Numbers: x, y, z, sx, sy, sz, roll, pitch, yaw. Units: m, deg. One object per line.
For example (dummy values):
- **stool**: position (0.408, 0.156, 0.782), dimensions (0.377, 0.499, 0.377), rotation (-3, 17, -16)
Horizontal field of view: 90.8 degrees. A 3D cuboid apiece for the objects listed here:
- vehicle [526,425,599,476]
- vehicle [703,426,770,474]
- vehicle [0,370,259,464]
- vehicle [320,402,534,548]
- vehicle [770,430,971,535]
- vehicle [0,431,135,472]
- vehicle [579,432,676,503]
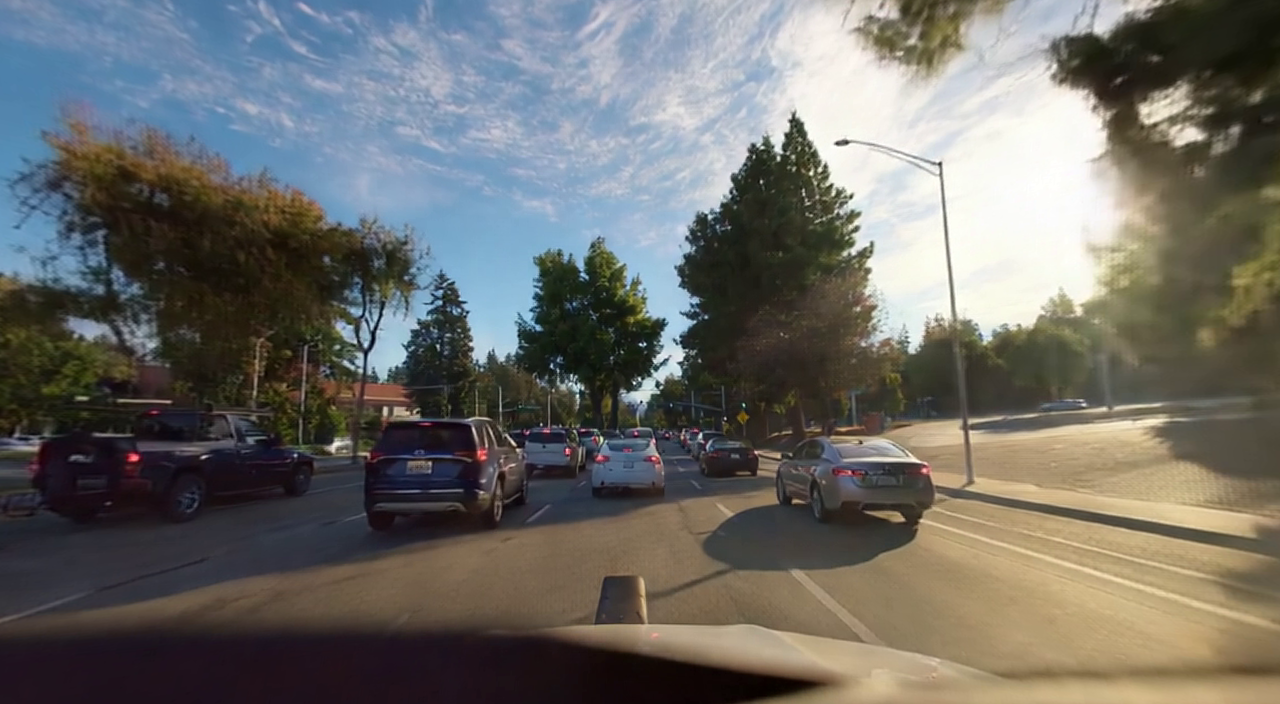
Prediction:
- **vehicle**: position (-2.961, 3.928, 25.331), dimensions (2.218, 1.829, 4.492), rotation (0, -8, 2)
- **vehicle**: position (3.946, 4.097, 26.638), dimensions (2.099, 1.845, 4.363), rotation (0, -8, 0)
- **vehicle**: position (-27.868, 3.930, 35.447), dimensions (3.181, 4.189, 14.107), rotation (-1, -8, 5)
- **vehicle**: position (-3.022, 1.878, 10.390), dimensions (2.111, 1.745, 5.274), rotation (1, -8, -5)
- **vehicle**: position (3.669, 2.137, 10.998), dimensions (1.884, 1.463, 4.195), rotation (0, -8, 0)
- **vehicle**: position (-23.513, 4.034, 25.769), dimensions (1.865, 1.493, 4.712), rotation (0, -8, 1)
- **vehicle**: position (-0.254, 2.744, 15.478), dimensions (2.030, 1.477, 4.330), rotation (0, -8, 0)
